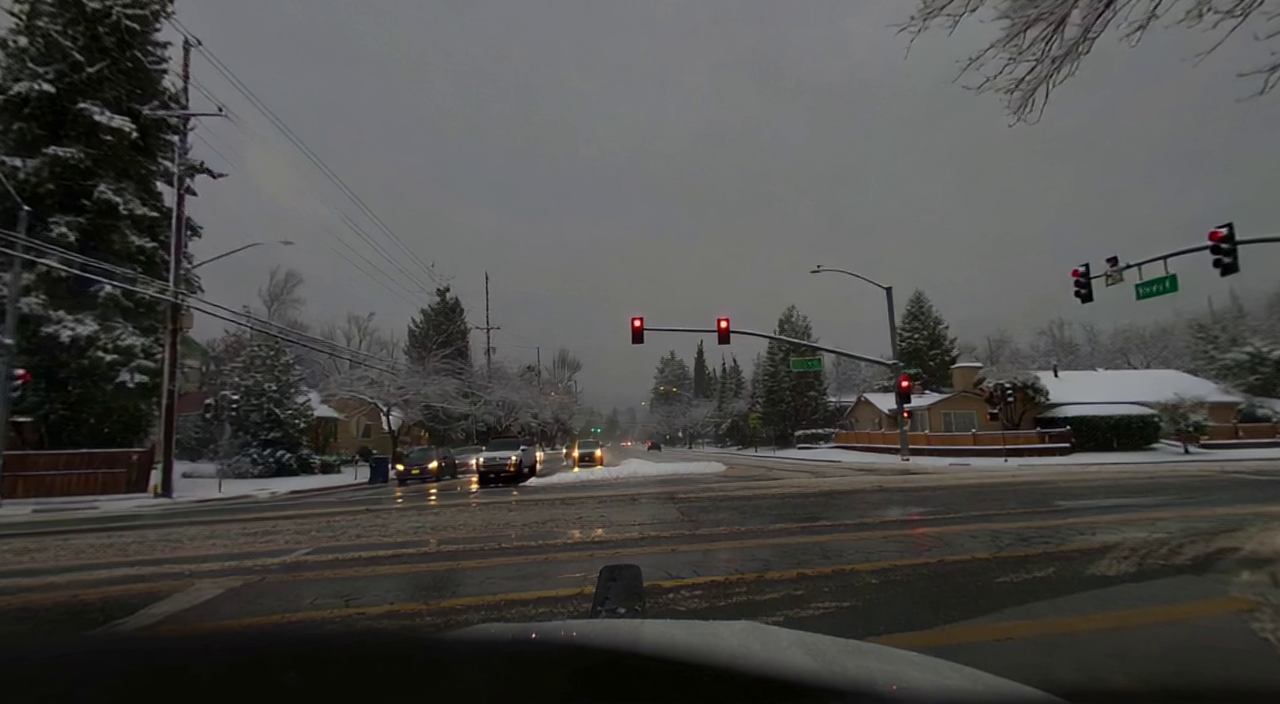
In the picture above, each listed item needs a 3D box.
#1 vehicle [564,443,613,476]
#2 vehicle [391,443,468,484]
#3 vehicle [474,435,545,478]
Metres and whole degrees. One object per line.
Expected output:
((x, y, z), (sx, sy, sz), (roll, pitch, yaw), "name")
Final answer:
((-2.435, 5.212, 30.925), (2.174, 1.477, 4.805), (0, -9, -2), "vehicle")
((-10.186, 5.388, 30.988), (2.241, 1.819, 4.690), (0, -9, -1), "vehicle")
((-6.411, 5.221, 31.764), (2.479, 1.977, 5.254), (0, -9, -1), "vehicle")
